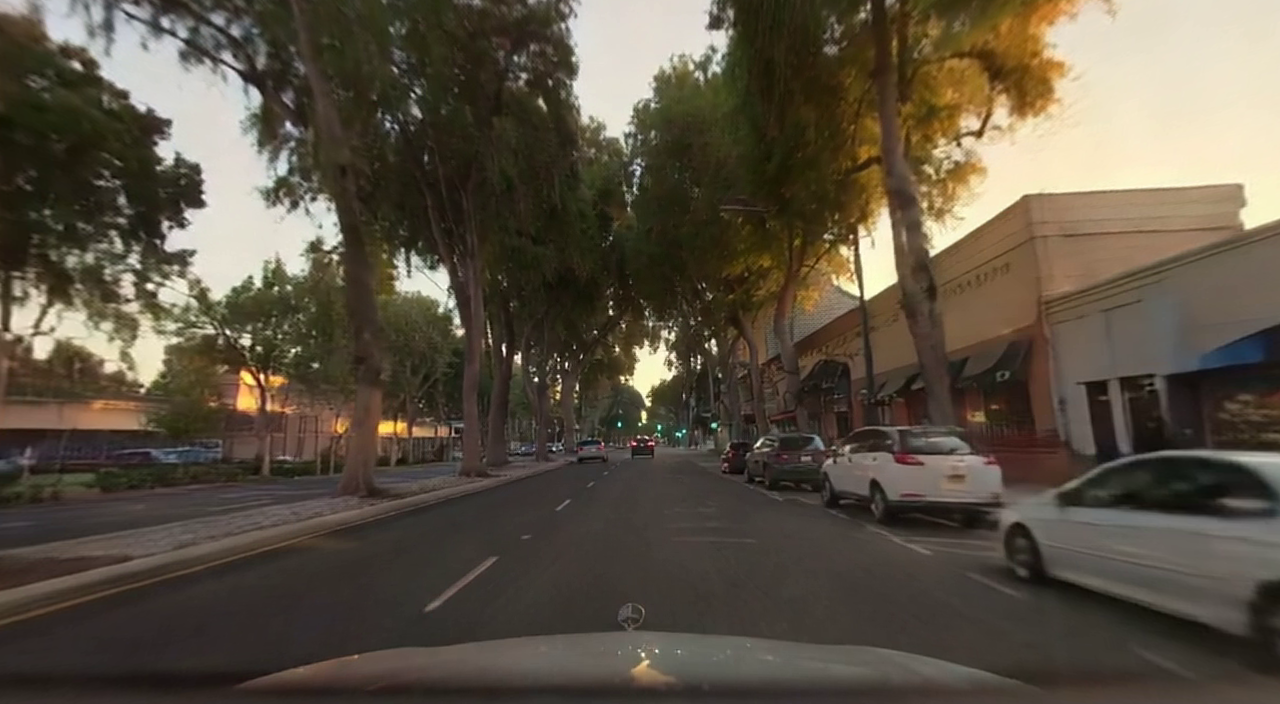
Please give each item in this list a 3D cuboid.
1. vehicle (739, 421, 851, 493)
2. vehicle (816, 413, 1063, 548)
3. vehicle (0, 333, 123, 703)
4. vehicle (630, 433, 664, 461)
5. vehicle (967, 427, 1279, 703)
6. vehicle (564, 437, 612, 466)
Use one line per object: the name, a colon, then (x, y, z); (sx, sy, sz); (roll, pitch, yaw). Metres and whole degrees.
vehicle: (4.318, 3.033, 18.467); (2.068, 1.809, 4.889); (0, -8, 0)
vehicle: (4.443, 1.965, 10.300); (1.900, 1.702, 4.358); (0, -8, 0)
vehicle: (-3.489, 0.513, 0.413); (2.186, 1.708, 4.746); (0, -8, 1)
vehicle: (0.451, 6.206, 41.273); (2.075, 1.770, 4.018); (0, -8, 0)
vehicle: (4.303, 1.268, 4.273); (1.896, 1.451, 4.329); (0, -8, 1)
vehicle: (-2.819, 5.523, 35.086); (2.151, 1.484, 4.468); (0, -8, 2)
